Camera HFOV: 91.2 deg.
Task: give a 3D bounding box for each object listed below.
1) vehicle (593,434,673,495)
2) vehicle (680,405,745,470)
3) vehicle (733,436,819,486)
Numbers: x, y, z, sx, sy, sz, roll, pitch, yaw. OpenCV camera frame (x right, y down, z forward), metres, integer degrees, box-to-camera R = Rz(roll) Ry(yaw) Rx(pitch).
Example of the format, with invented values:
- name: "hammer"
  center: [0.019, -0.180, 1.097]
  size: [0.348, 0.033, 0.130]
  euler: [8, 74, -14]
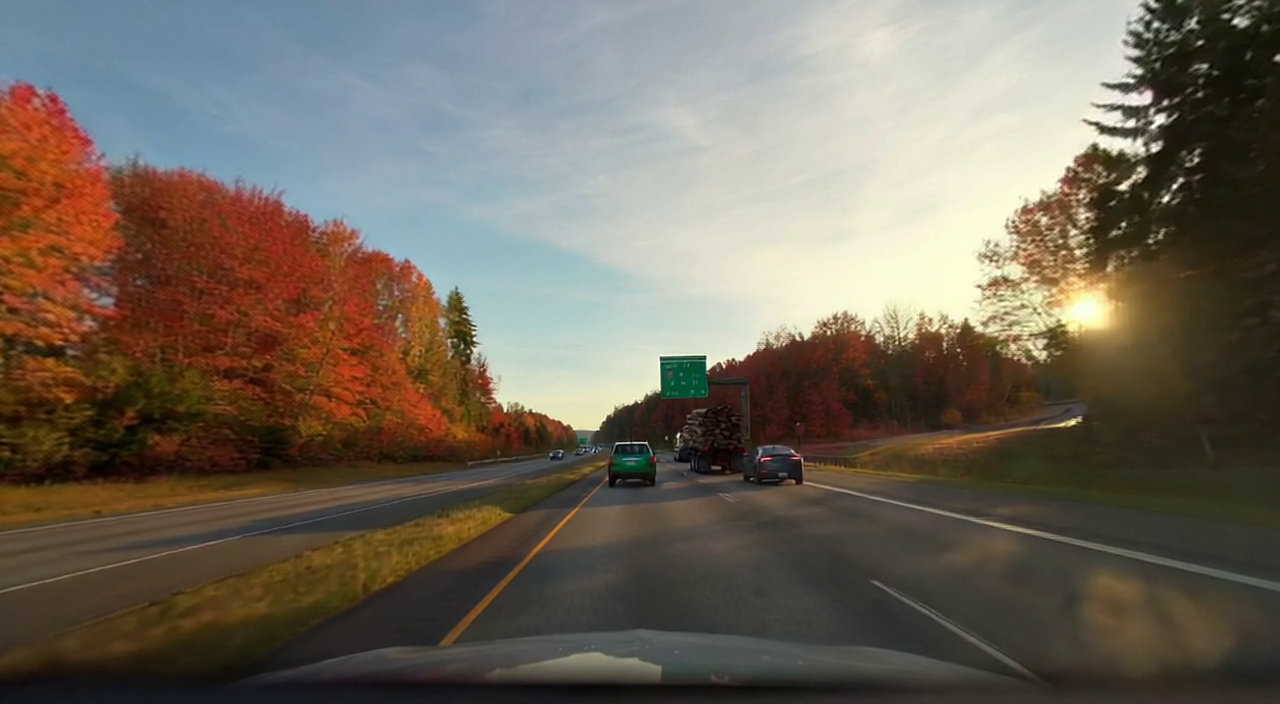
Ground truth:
- name: "vehicle"
  center: [-0.193, 3.492, 19.800]
  size: [2.263, 1.699, 3.936]
  euler: [-1, -9, 0]
- name: "vehicle"
  center: [4.661, 5.792, 42.190]
  size: [3.125, 3.895, 8.461]
  euler: [0, -9, -1]
- name: "vehicle"
  center: [4.899, 4.009, 23.319]
  size: [2.057, 1.660, 4.525]
  euler: [0, -9, -2]
